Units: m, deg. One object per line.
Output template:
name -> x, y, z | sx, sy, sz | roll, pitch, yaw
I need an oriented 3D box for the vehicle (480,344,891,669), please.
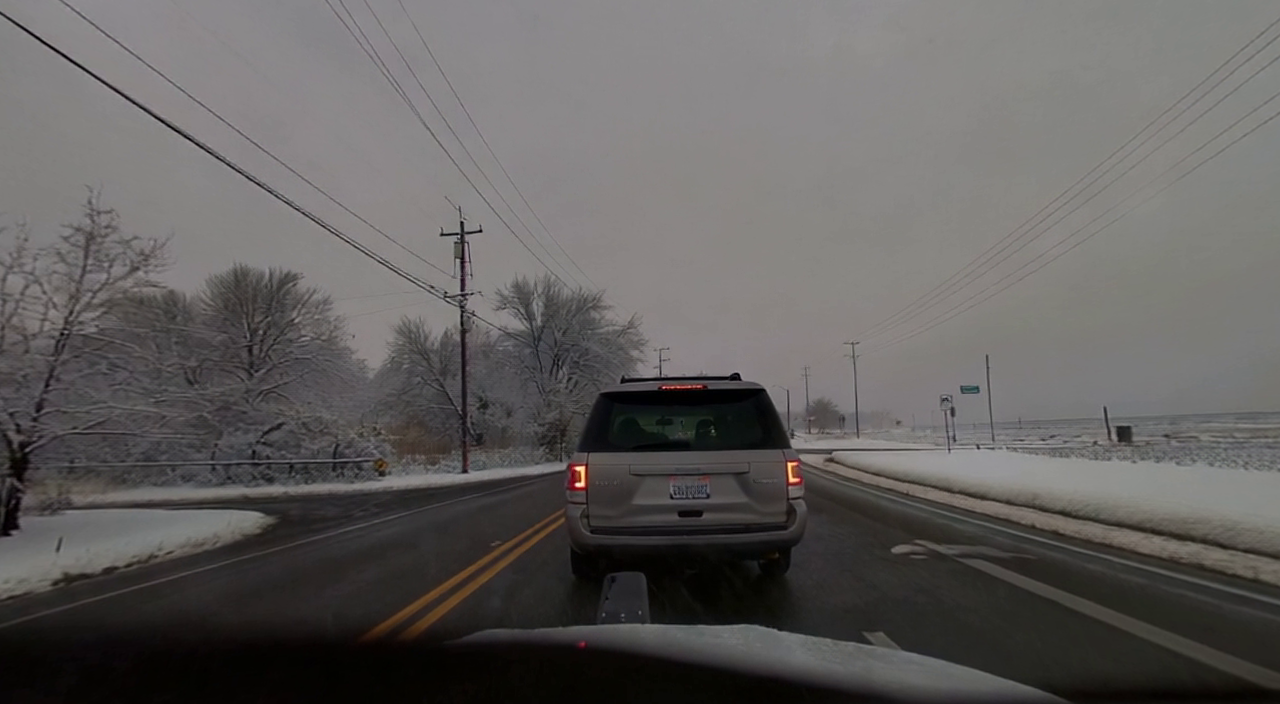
vehicle -> 0.178, 1.210, 5.996 | 2.364, 1.859, 4.538 | 0, -8, -2
